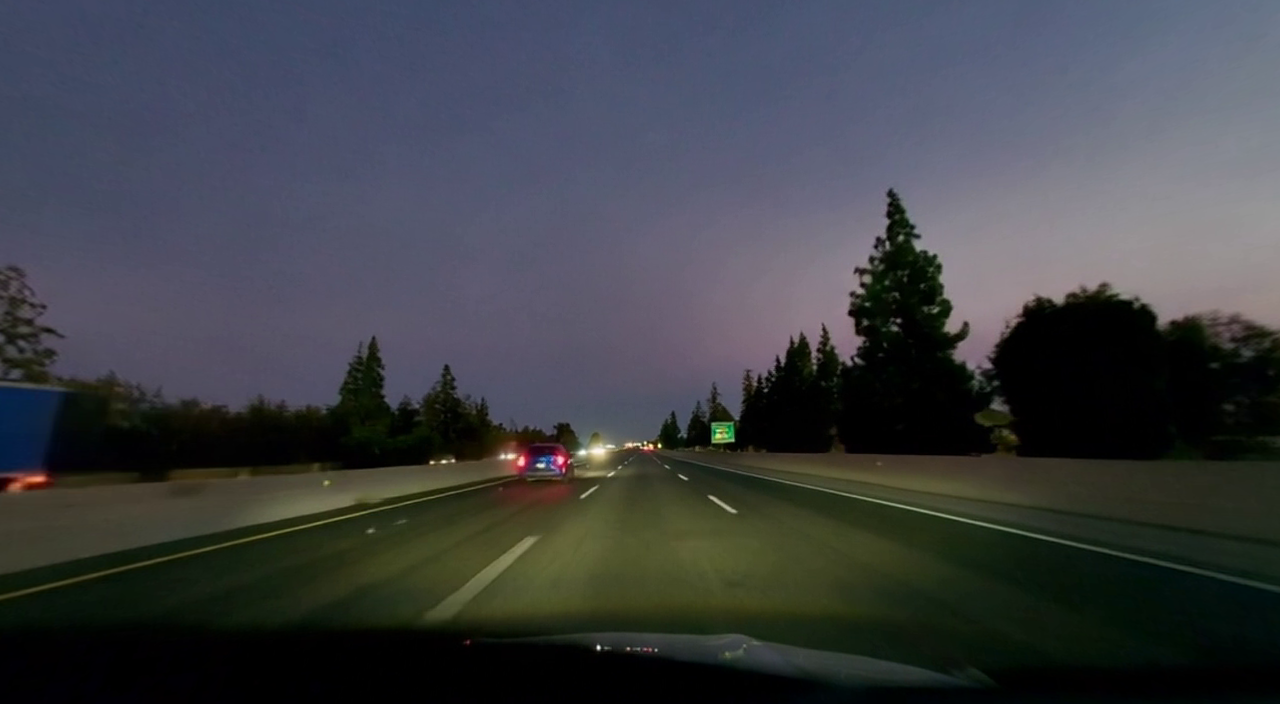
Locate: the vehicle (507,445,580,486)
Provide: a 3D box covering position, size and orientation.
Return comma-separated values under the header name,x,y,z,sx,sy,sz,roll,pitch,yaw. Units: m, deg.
name,x,y,z,sx,sy,sz,roll,pitch,yaw
vehicle,-3.911,4.724,26.576,2.128,1.521,5.409,0,-9,1
